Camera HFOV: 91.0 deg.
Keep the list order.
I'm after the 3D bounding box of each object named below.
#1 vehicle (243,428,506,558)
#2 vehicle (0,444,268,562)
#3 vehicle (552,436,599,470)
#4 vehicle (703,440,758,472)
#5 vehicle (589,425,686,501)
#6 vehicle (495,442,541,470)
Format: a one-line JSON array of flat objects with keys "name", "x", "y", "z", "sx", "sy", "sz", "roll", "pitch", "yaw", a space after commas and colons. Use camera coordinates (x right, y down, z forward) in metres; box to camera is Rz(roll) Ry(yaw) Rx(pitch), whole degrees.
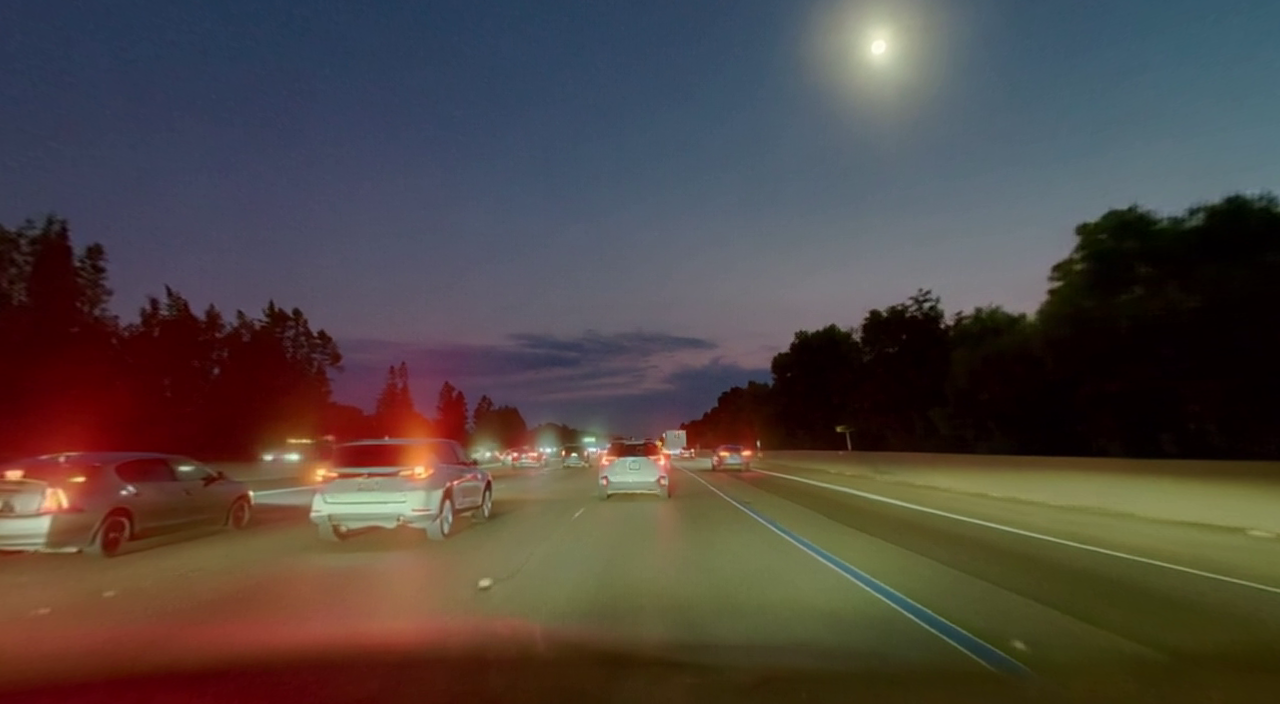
[{"name": "vehicle", "x": -3.561, "y": 1.968, "z": 9.556, "sx": 2.011, "sy": 1.498, "sz": 4.341, "roll": 0, "pitch": -8, "yaw": 1}, {"name": "vehicle", "x": -7.938, "y": 2.118, "z": 9.628, "sx": 1.948, "sy": 1.391, "sz": 4.111, "roll": 0, "pitch": -8, "yaw": 1}, {"name": "vehicle", "x": -3.604, "y": 5.722, "z": 35.922, "sx": 2.142, "sy": 1.808, "sz": 4.266, "roll": 0, "pitch": -8, "yaw": 1}, {"name": "vehicle", "x": 4.522, "y": 5.254, "z": 32.023, "sx": 2.006, "sy": 1.474, "sz": 4.669, "roll": 0, "pitch": -9, "yaw": -1}, {"name": "vehicle", "x": -0.056, "y": 2.859, "z": 16.594, "sx": 2.223, "sy": 1.722, "sz": 4.177, "roll": 0, "pitch": -8, "yaw": 0}, {"name": "vehicle", "x": -7.402, "y": 6.335, "z": 38.596, "sx": 1.931, "sy": 1.617, "sz": 4.060, "roll": 0, "pitch": -8, "yaw": 0}]
